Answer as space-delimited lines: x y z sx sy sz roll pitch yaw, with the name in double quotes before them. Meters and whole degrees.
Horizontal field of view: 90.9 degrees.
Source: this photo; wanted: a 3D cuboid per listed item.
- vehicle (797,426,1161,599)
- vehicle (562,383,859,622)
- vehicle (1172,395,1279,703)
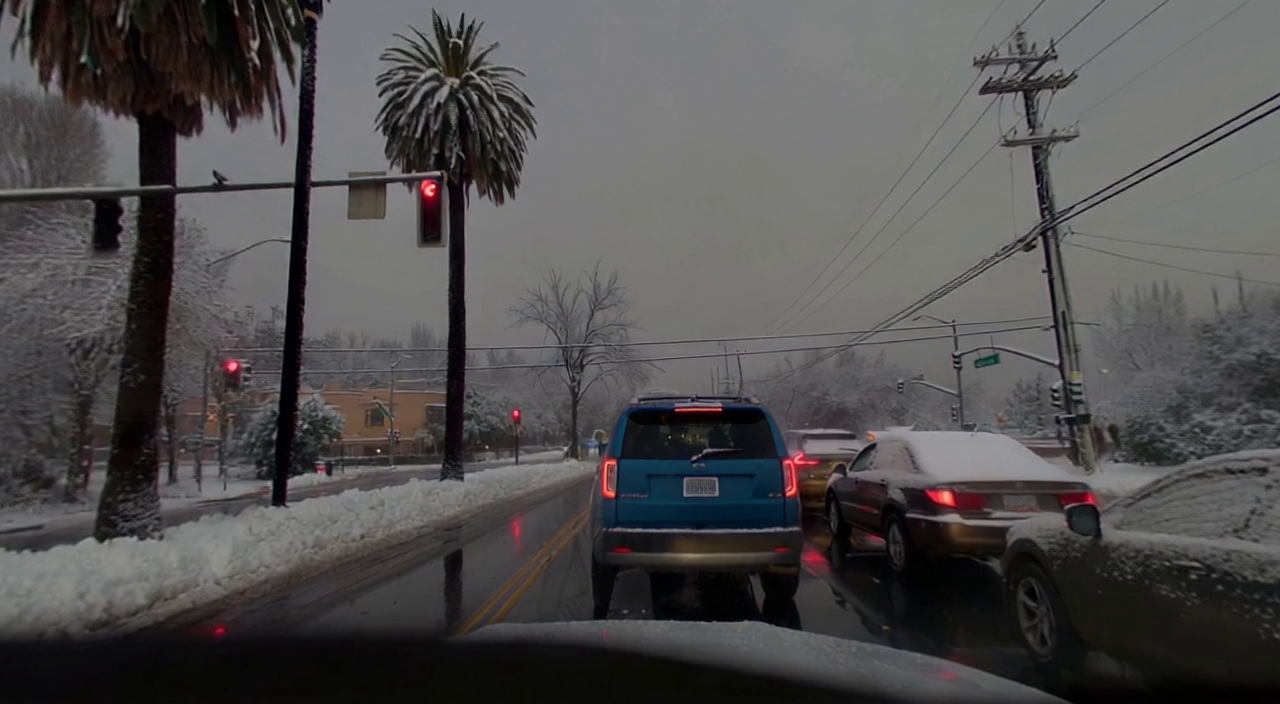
"vehicle" 3.441 1.693 7.567 1.895 1.456 4.255 0 -9 -2
"vehicle" 0.454 1.442 6.946 2.228 1.780 4.269 0 -9 -2
"vehicle" 3.359 0.648 0.673 1.805 1.485 4.348 0 -9 1
